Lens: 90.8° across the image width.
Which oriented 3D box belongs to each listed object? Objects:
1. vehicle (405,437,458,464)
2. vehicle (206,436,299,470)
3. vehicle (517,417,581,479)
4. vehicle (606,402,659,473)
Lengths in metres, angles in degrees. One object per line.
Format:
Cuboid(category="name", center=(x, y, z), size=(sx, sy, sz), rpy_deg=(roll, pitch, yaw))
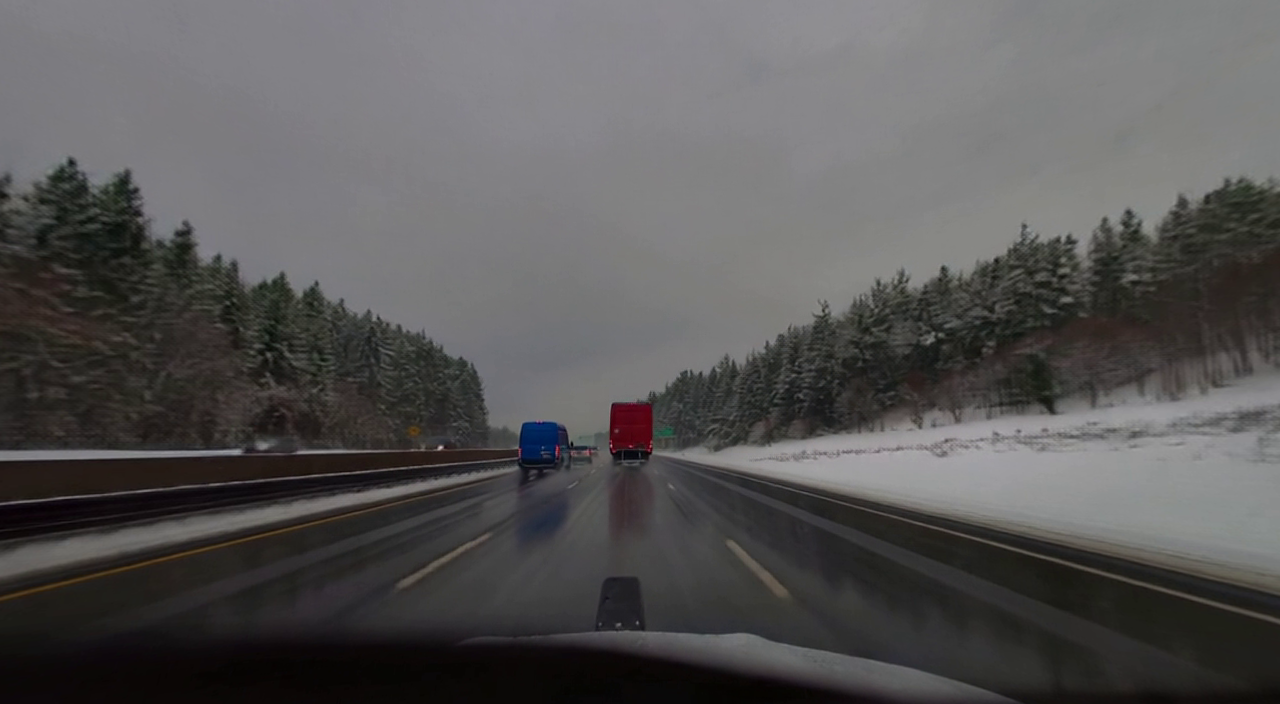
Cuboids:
Cuboid(category="vehicle", center=(-13.335, 6.359, 40.553), size=(1.994, 1.636, 4.057), rpy_deg=(0, -9, 0))
Cuboid(category="vehicle", center=(-18.176, 4.766, 29.852), size=(1.840, 1.466, 4.037), rpy_deg=(0, -9, -1))
Cuboid(category="vehicle", center=(-4.414, 4.849, 31.659), size=(2.357, 2.786, 6.144), rpy_deg=(0, -9, -1))
Cuboid(category="vehicle", center=(-0.449, 5.659, 41.004), size=(2.995, 4.036, 10.311), rpy_deg=(0, -9, -1))
